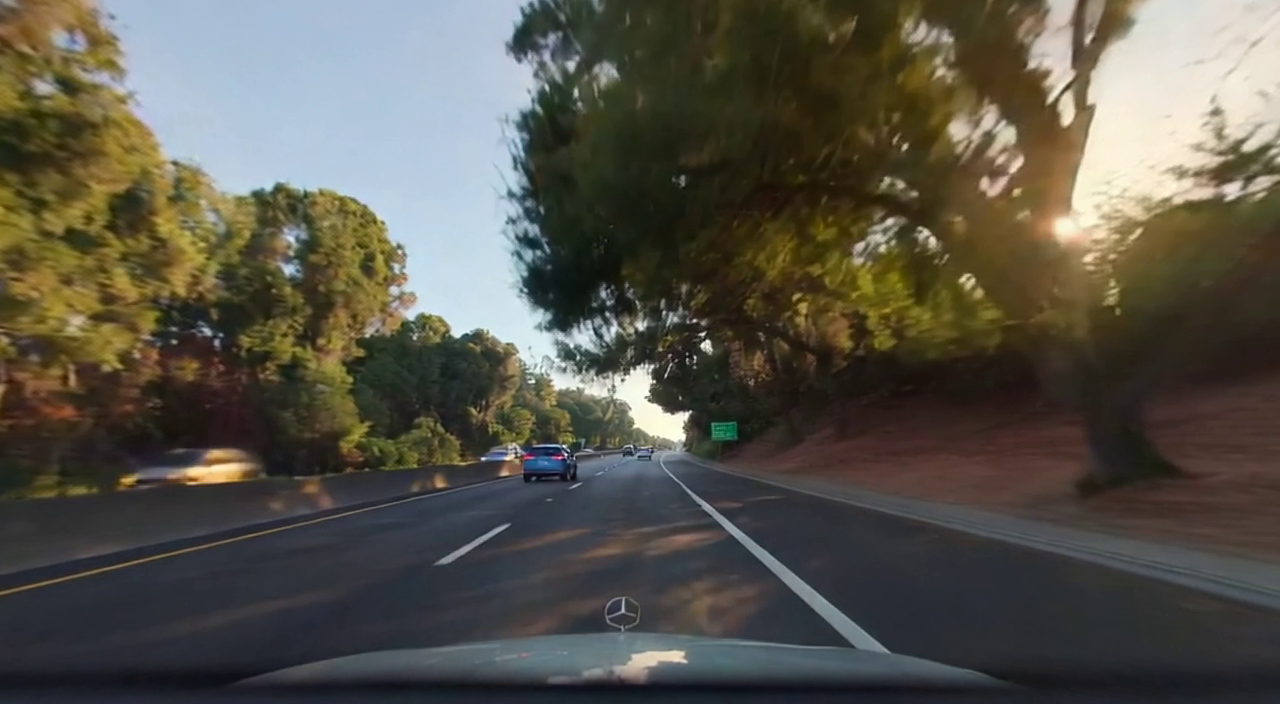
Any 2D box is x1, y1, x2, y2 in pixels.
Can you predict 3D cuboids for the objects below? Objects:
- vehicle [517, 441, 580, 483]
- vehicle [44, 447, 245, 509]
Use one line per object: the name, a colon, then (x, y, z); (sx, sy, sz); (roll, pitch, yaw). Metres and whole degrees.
vehicle: (-4.004, 4.902, 28.493); (2.110, 1.727, 4.607); (0, -9, 1)
vehicle: (-13.171, 3.331, 17.200); (1.954, 1.462, 4.239); (0, -9, 1)
